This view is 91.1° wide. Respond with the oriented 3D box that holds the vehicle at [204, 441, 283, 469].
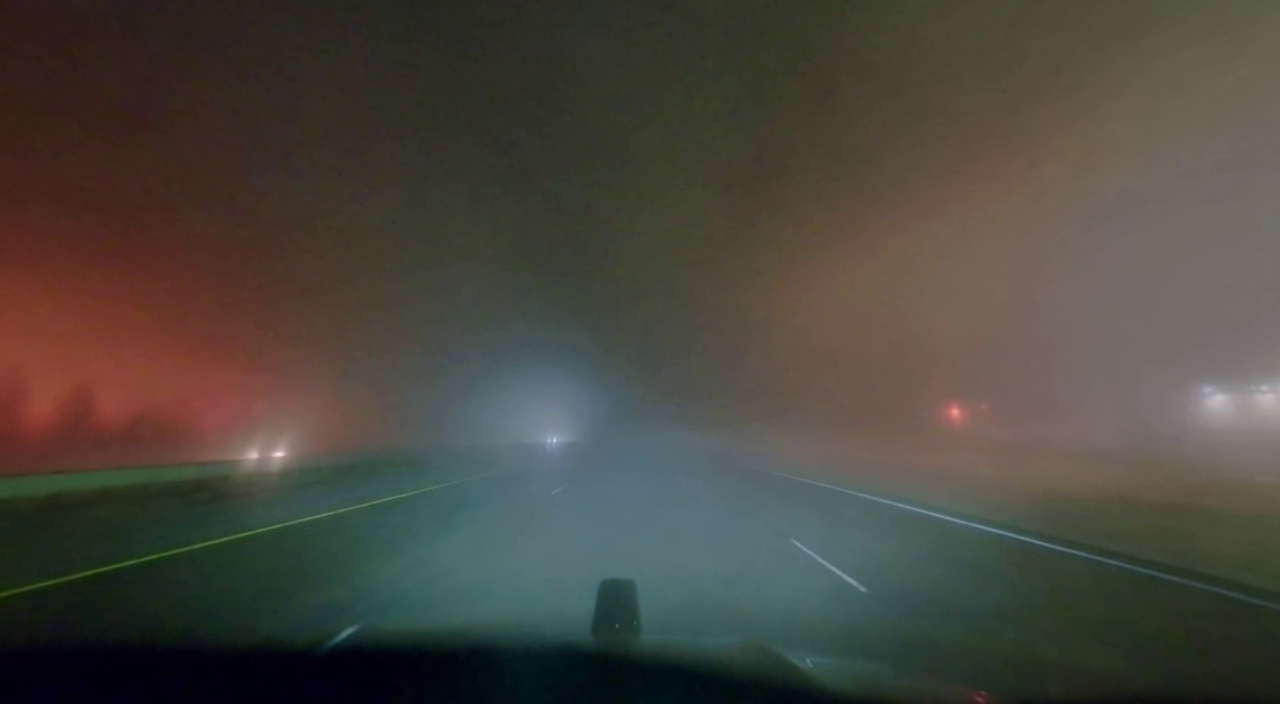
[{"bbox_3d":[-23.750,6.172,37.888,1.963,1.533,4.321,0,-8,-1],"label":"vehicle"}]
